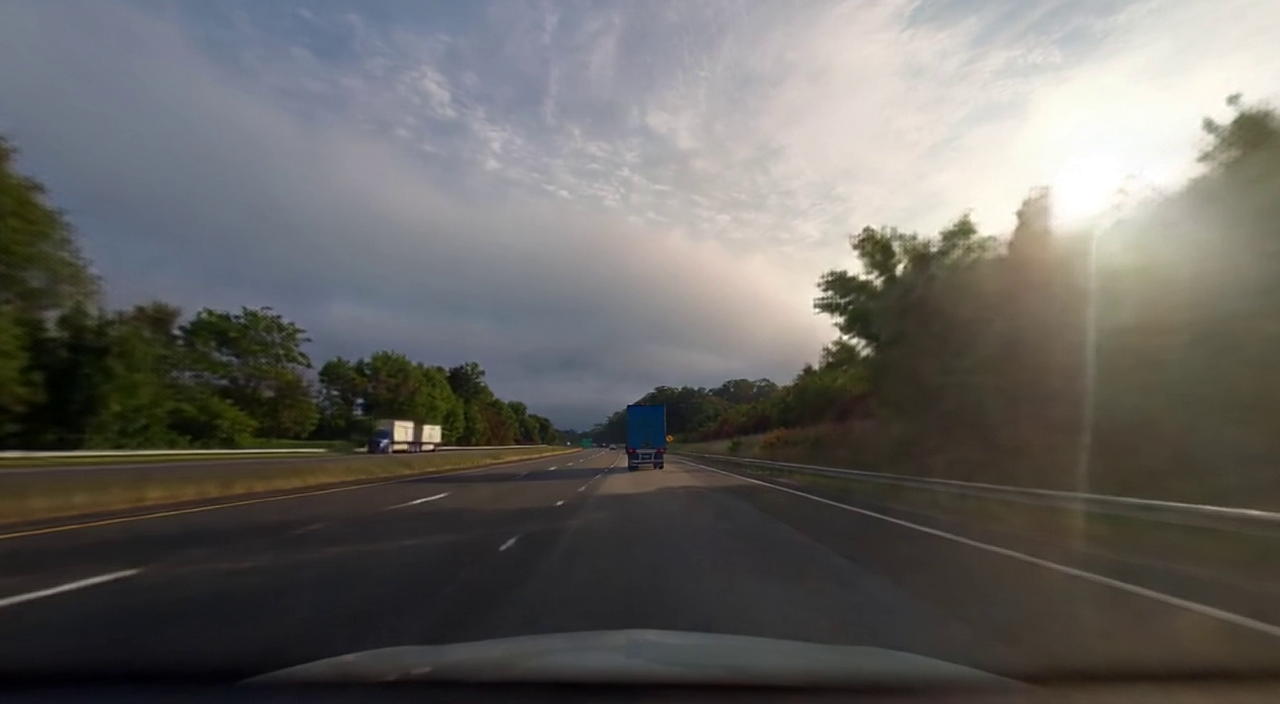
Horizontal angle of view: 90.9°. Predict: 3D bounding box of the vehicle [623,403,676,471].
[{"bbox_3d":[0.402,5.887,42.784,3.055,4.009,10.972,0,-9,-2],"label":"vehicle"}]
